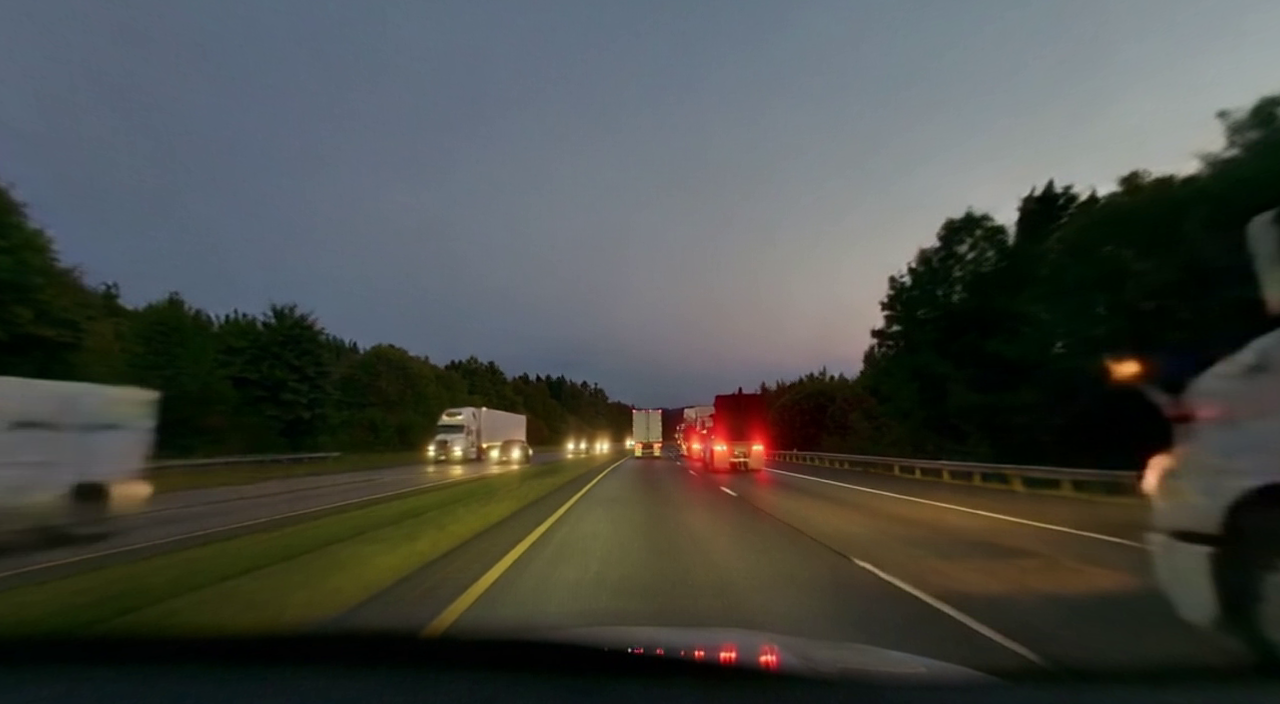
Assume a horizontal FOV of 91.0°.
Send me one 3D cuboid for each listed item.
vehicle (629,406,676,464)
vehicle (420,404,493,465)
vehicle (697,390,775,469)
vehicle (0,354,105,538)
[{"bbox_3d":[0.678,5.294,39.988,2.644,3.247,7.454,0,-8,-1],"label":"vehicle"},{"bbox_3d":[-12.685,5.823,44.217,2.939,3.930,6.425,-1,-8,2],"label":"vehicle"},{"bbox_3d":[4.673,3.979,31.993,2.956,3.604,6.277,0,-8,0],"label":"vehicle"},{"bbox_3d":[-8.769,0.880,5.698,2.193,2.189,6.439,0,-8,0],"label":"vehicle"}]
